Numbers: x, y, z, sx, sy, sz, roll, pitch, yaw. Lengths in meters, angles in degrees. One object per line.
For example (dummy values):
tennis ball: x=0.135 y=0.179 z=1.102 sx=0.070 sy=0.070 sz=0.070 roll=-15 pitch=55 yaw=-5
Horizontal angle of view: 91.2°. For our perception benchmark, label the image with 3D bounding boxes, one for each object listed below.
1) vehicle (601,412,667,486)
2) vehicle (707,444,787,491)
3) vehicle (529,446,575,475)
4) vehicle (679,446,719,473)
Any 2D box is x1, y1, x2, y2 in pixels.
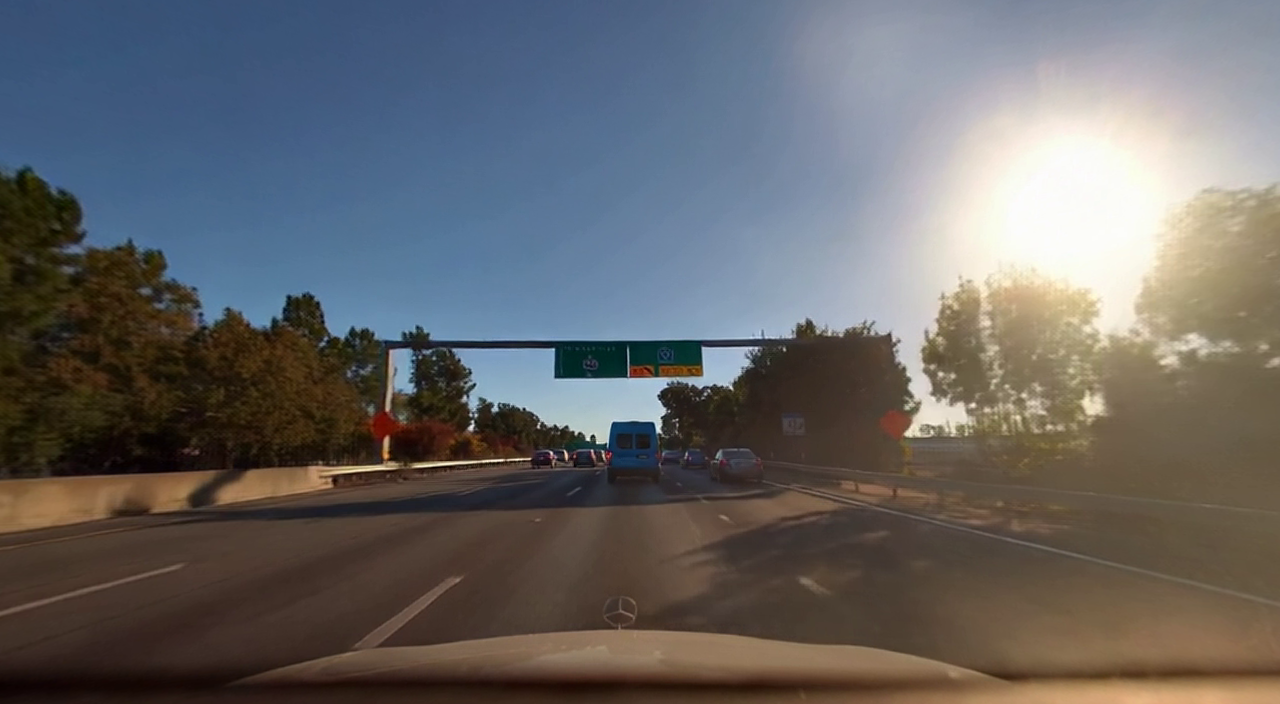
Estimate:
vehicle: x=-0.260 y=3.766 z=24.369 sx=2.268 sy=2.551 sz=5.144 roll=0 pitch=-9 yaw=-1
vehicle: x=3.700 y=4.102 z=22.635 sx=2.015 sy=1.491 sz=4.732 roll=0 pitch=-9 yaw=-1
vehicle: x=-4.990 y=6.218 z=36.131 sx=2.003 sy=1.498 sz=4.386 roll=0 pitch=-9 yaw=1
vehicle: x=3.447 y=6.397 z=37.453 sx=1.978 sy=1.510 sz=4.462 roll=0 pitch=-9 yaw=1
